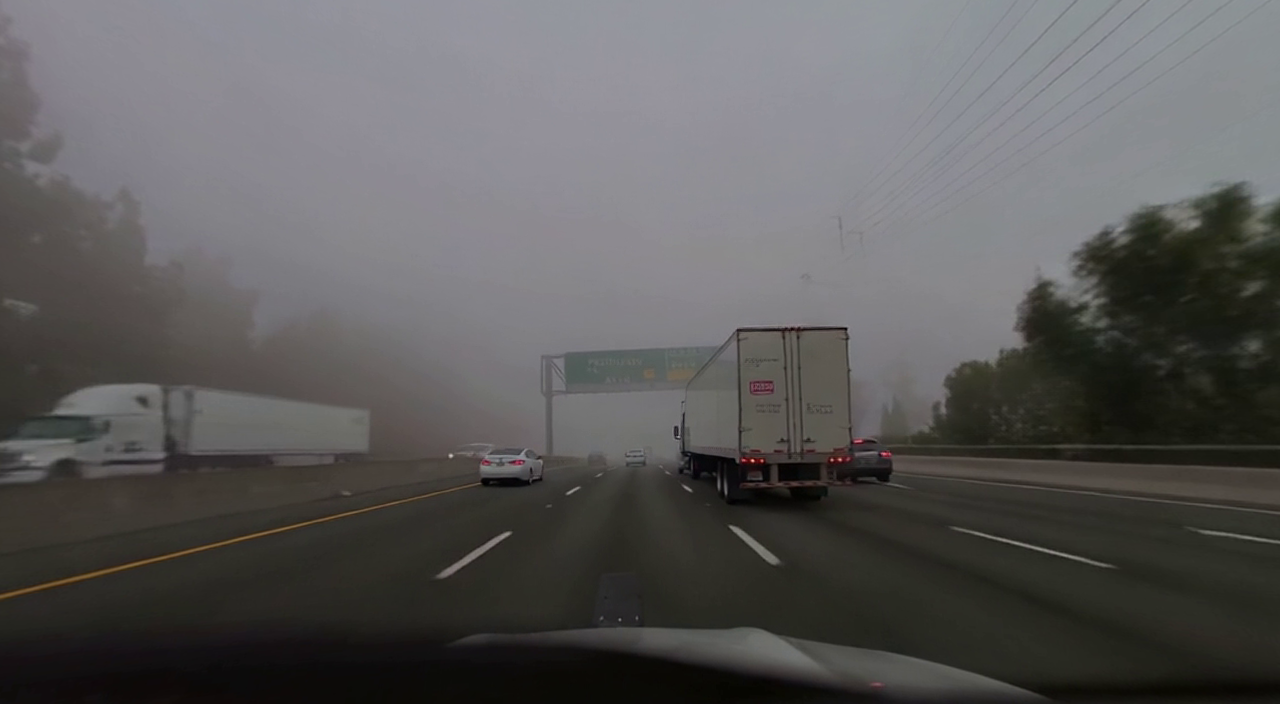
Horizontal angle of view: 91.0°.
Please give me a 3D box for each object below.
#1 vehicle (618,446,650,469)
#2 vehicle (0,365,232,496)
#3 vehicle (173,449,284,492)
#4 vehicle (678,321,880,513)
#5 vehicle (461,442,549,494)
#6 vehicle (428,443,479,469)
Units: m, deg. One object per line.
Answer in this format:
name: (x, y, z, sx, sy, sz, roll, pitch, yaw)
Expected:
vehicle: (-0.353, 7.176, 42.899, 2.047, 1.485, 3.938, 0, -8, 1)
vehicle: (-18.667, 2.836, 22.154, 3.017, 3.721, 8.231, 0, -8, 0)
vehicle: (-14.839, 4.259, 22.921, 1.596, 1.364, 3.442, 0, -8, 2)
vehicle: (3.437, 2.539, 21.517, 2.907, 4.109, 16.177, 0, -8, -1)
vehicle: (-4.261, 3.700, 20.499, 1.968, 1.507, 3.829, 0, -8, 1)
vehicle: (-11.387, 6.360, 38.700, 1.890, 1.546, 3.774, 0, -8, 2)
